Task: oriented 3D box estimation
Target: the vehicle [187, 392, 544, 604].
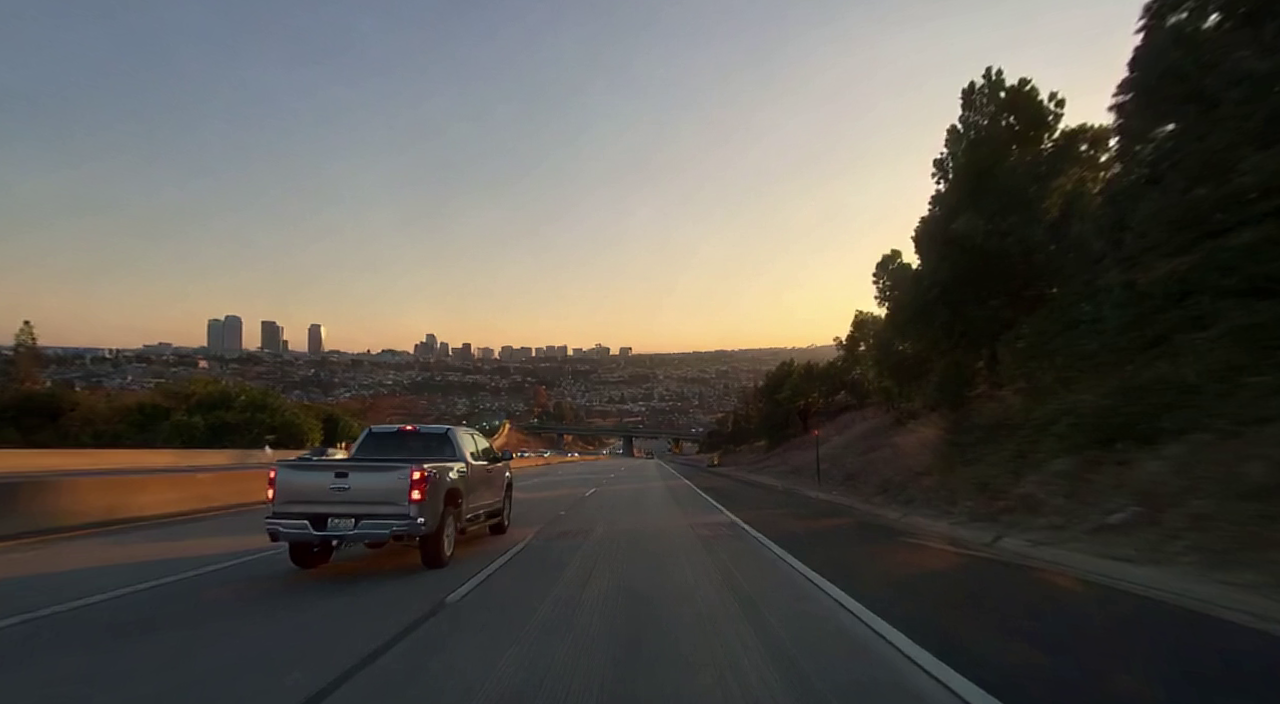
[{"bbox_3d":[-2.949,1.756,8.650,2.350,1.932,5.562,0,-8,0],"label":"vehicle"}]
